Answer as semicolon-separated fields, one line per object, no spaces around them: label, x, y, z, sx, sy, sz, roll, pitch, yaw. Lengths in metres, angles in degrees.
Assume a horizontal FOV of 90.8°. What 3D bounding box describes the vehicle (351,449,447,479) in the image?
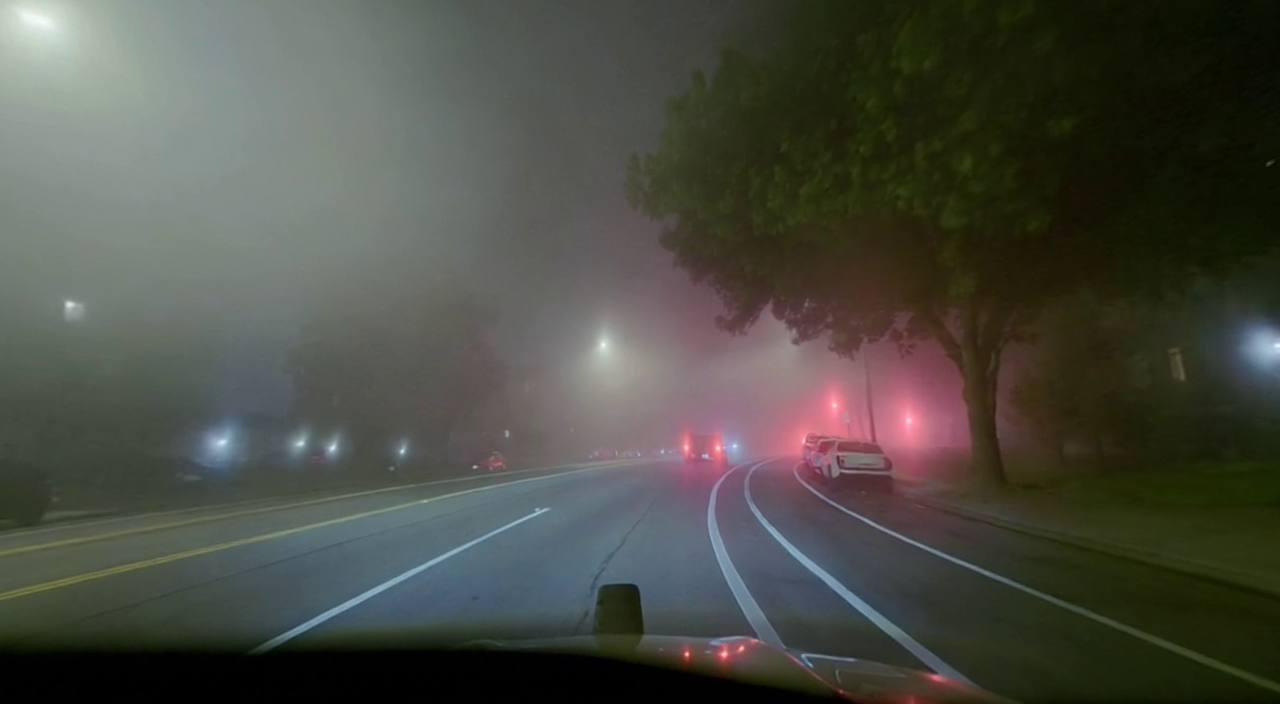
vehicle;-16.778;7.808;44.100;5.953;1.868;2.049;0;-11;10

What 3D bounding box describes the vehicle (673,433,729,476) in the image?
vehicle;2.682;4.323;26.850;1.852;1.680;4.488;-2;-9;12

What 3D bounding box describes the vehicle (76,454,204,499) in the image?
vehicle;-23.179;5.724;29.349;4.524;1.870;2.180;-2;-9;14

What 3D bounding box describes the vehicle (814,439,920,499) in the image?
vehicle;6.218;3.214;17.890;1.940;1.456;4.502;-1;-9;8
